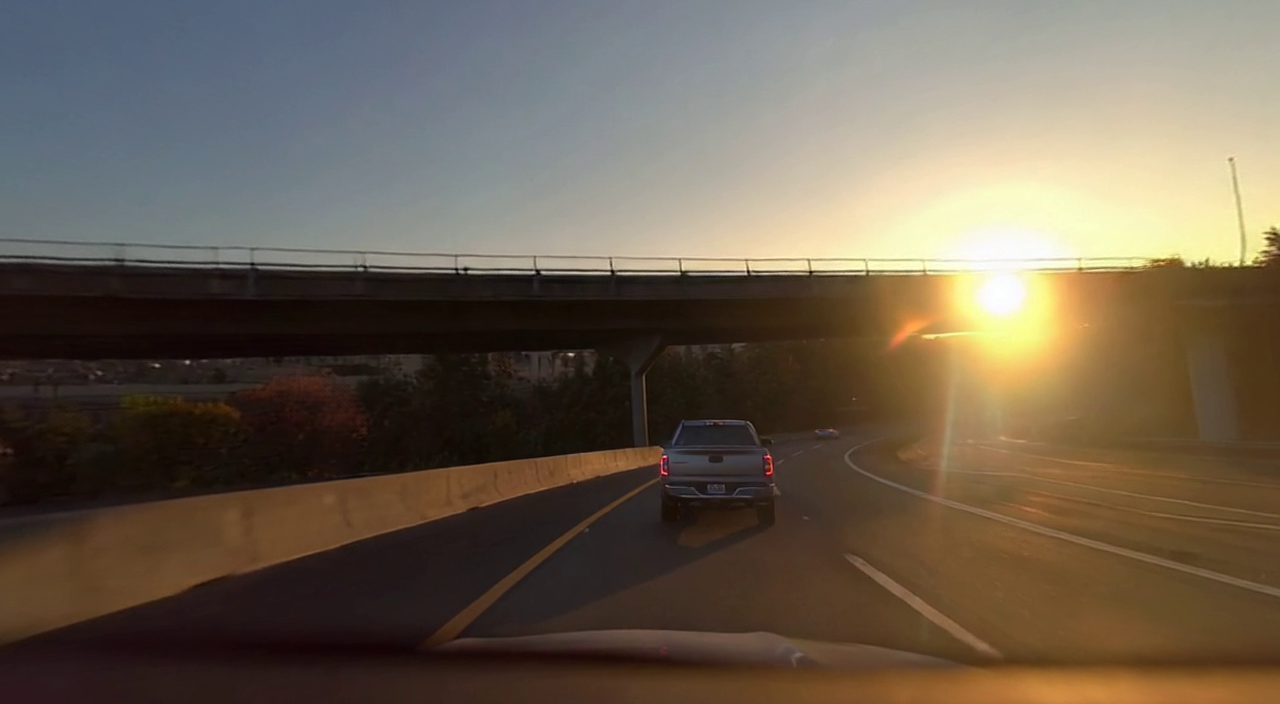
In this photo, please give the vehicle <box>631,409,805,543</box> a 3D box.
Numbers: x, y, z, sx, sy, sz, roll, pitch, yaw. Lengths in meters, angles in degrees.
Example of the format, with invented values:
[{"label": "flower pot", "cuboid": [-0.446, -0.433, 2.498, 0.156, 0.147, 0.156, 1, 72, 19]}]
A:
[{"label": "vehicle", "cuboid": [1.237, 1.937, 10.465, 2.235, 1.716, 4.435, -1, -9, 6]}]
